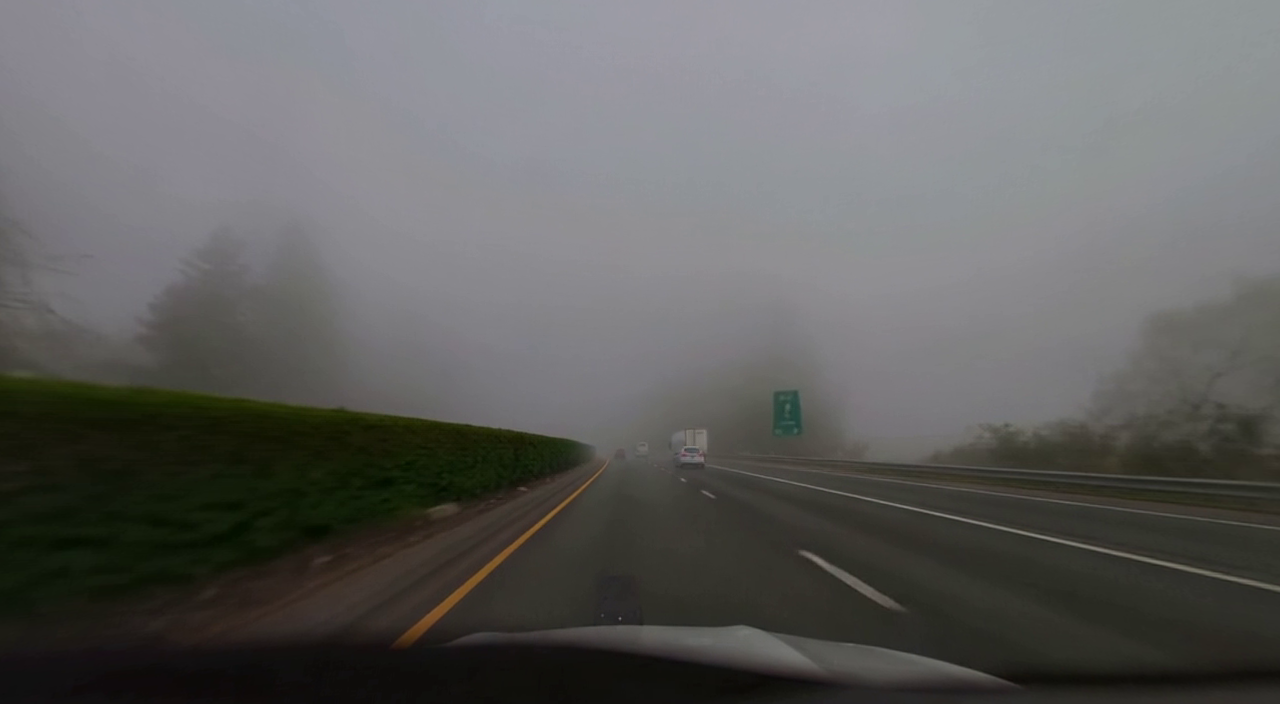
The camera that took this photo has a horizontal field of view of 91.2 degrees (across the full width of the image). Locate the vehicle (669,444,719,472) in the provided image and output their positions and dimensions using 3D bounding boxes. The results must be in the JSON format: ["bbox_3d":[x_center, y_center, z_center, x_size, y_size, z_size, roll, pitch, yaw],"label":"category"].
[{"bbox_3d":[2.995,6.034,35.867,2.244,1.498,4.338,0,-9,-3],"label":"vehicle"}]
